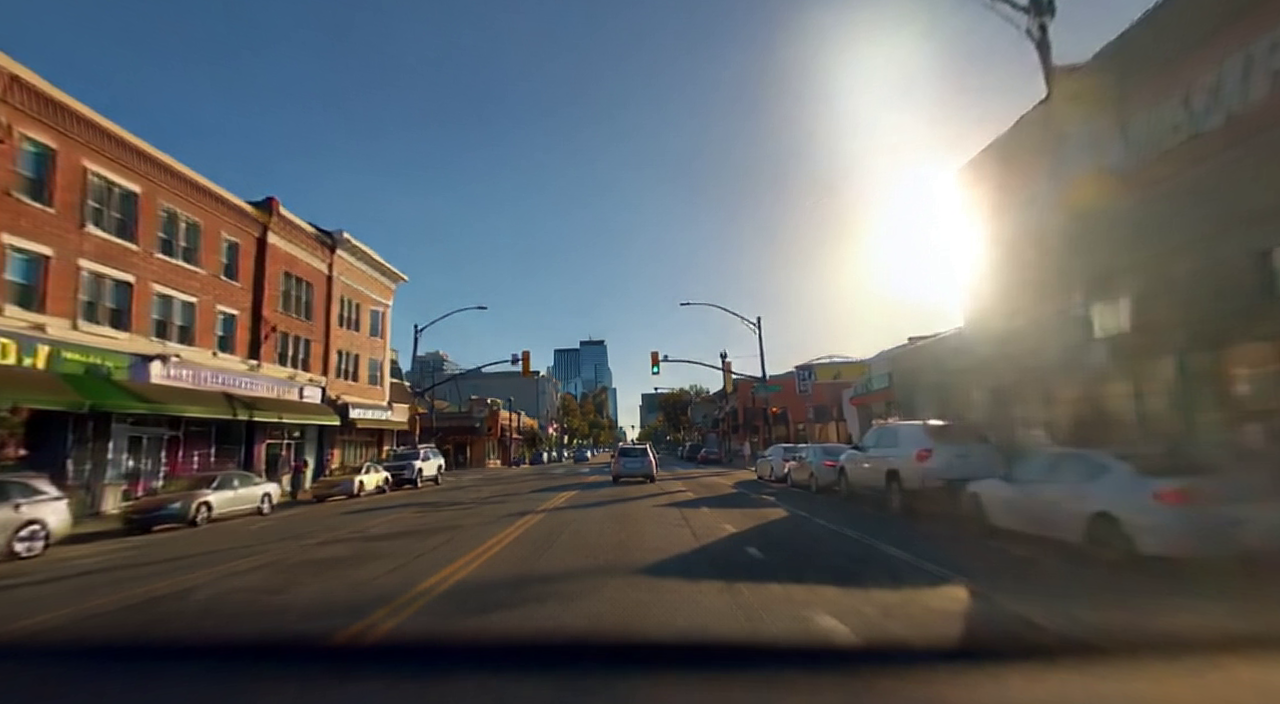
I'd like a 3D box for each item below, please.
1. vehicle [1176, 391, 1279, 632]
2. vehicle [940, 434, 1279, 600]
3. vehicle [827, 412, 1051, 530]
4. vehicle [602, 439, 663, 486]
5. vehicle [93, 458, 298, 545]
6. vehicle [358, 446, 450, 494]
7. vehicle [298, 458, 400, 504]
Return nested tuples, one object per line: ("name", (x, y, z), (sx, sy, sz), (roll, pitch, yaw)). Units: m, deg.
("vehicle", (5.861, 0.928, 2.929), (1.957, 1.806, 5.369), (0, -8, -1))
("vehicle", (5.850, 1.839, 8.030), (1.854, 1.498, 4.295), (0, -8, -1))
("vehicle", (5.794, 2.373, 13.187), (2.201, 1.972, 4.845), (0, -8, -1))
("vehicle", (-0.269, 4.111, 23.762), (2.086, 1.575, 4.205), (0, -8, 0))
("vehicle", (-11.109, 3.697, 16.289), (1.920, 1.498, 4.591), (-5, -6, 2))
("vehicle", (-11.293, 5.641, 30.807), (2.240, 2.052, 5.872), (0, -8, 0))
("vehicle", (-11.109, 4.929, 24.562), (1.868, 1.502, 4.626), (0, -8, -1))
